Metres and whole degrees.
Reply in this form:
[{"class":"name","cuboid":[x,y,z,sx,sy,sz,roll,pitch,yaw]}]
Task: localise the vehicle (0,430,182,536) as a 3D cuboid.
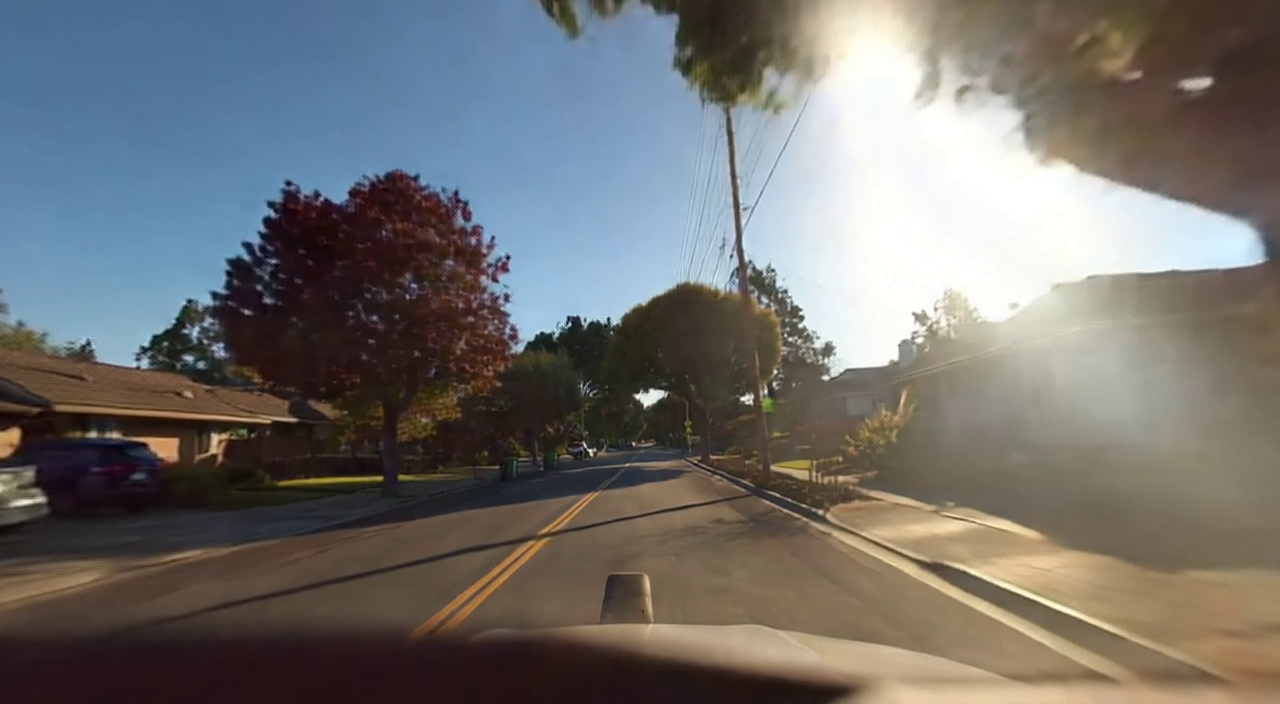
[{"class":"vehicle","cuboid":[-12.884,2.813,14.037,2.085,1.904,4.521,-5,-7,0]}]
